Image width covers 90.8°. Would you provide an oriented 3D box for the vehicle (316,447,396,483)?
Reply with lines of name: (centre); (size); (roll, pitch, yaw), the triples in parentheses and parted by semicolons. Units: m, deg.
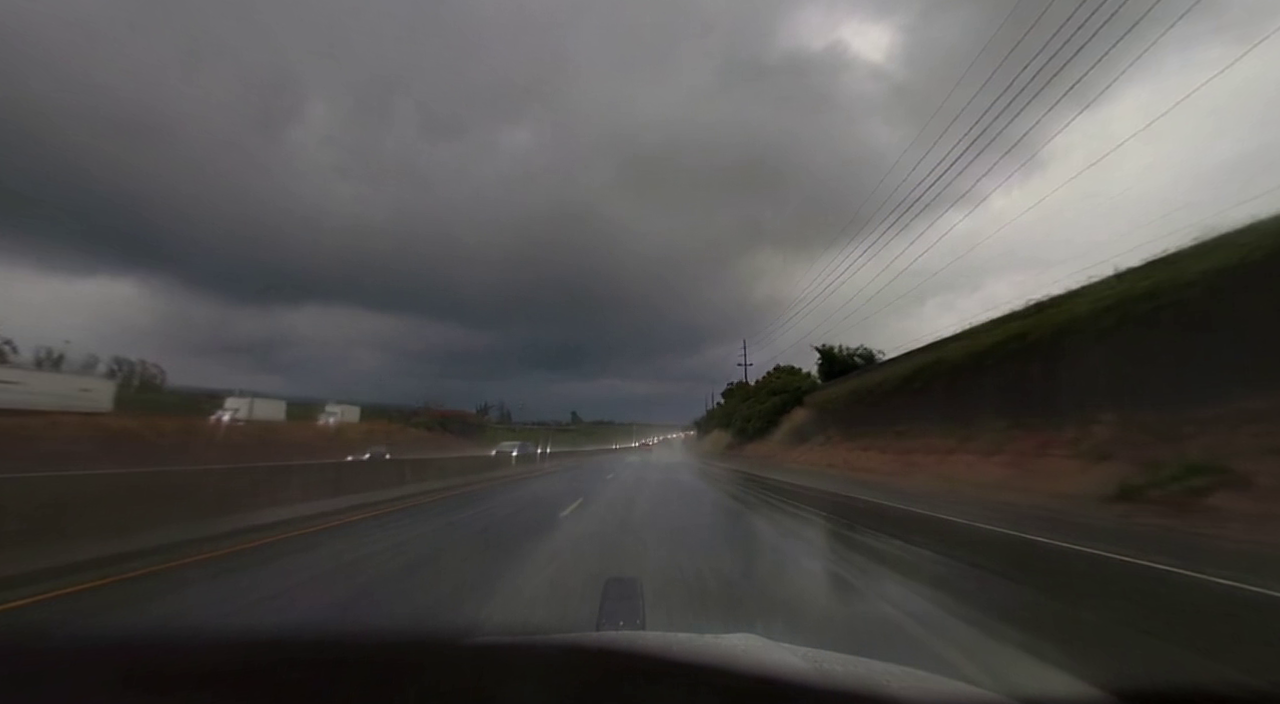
vehicle: (-11.579, 4.643, 26.004); (1.551, 1.382, 3.595); (0, -10, 1)
